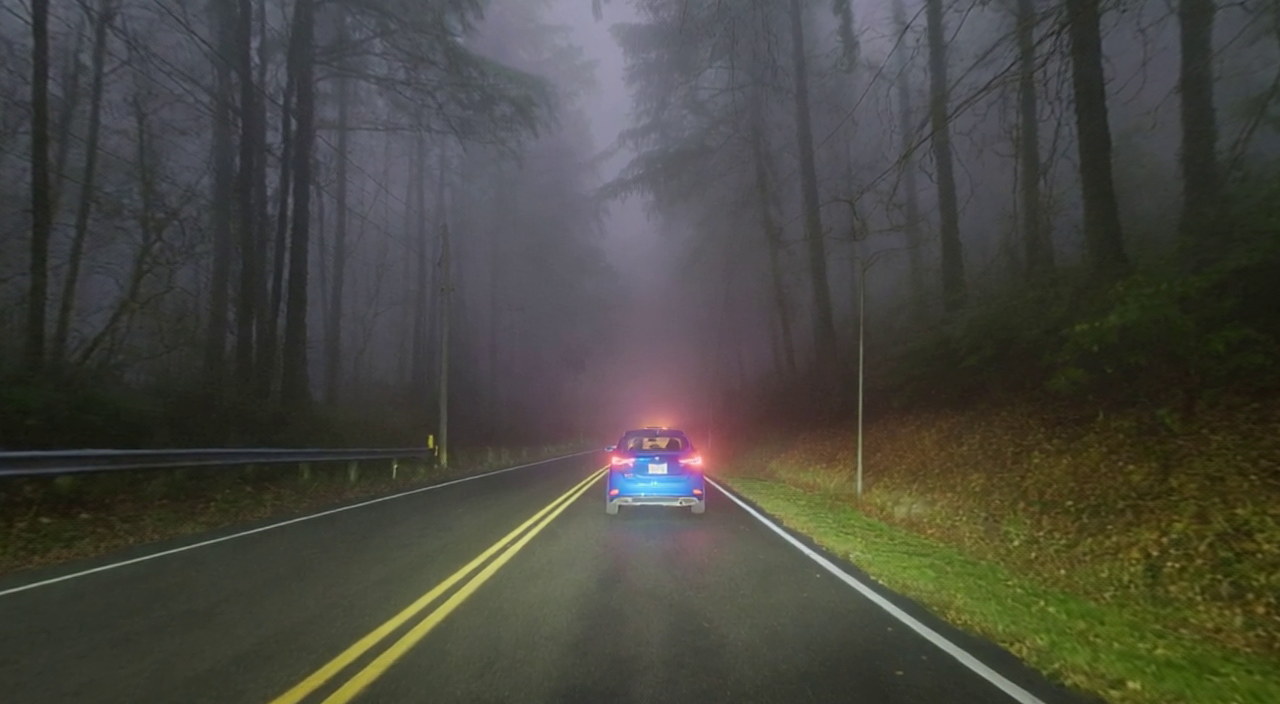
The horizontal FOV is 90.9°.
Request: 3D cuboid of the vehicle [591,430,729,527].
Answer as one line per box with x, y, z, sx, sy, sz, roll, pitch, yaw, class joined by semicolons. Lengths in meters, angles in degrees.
0.322;2.291;11.932;2.187;1.533;3.726;0;-8;0;vehicle
